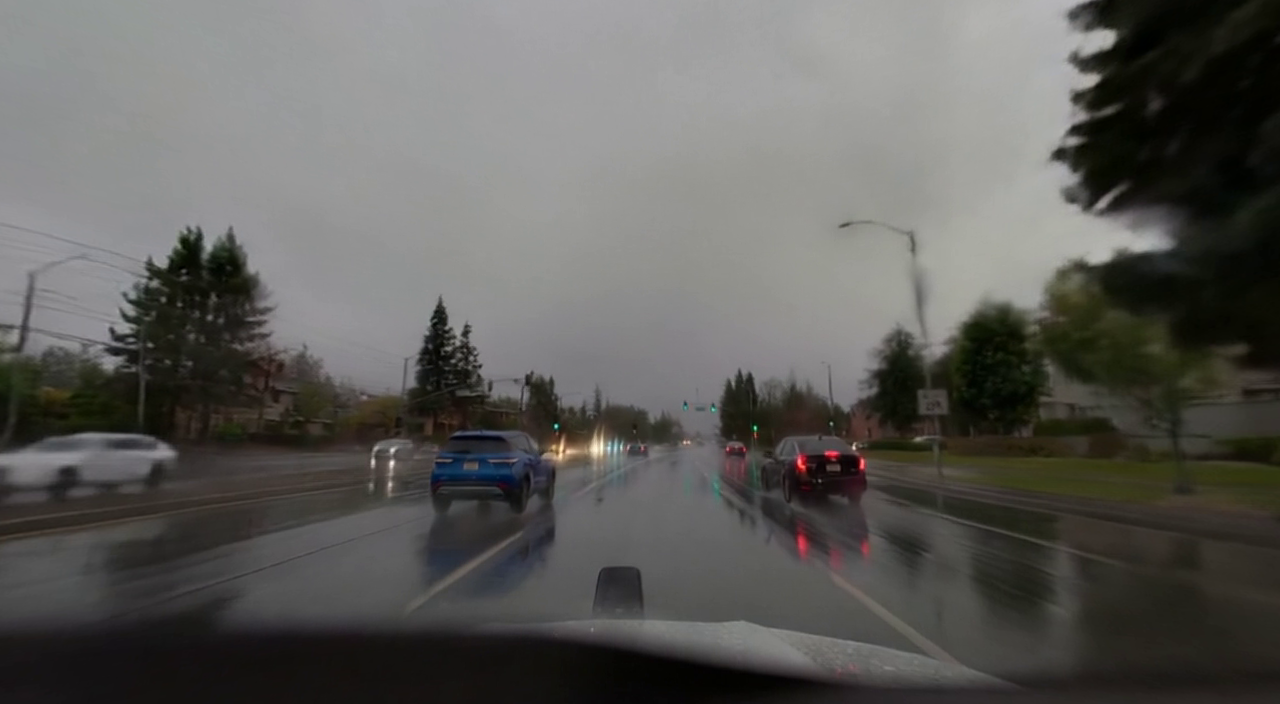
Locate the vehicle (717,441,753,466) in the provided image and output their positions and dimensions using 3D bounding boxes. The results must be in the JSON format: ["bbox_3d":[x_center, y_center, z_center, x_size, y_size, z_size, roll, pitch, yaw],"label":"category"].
[{"bbox_3d":[6.690,7.165,44.827,2.169,1.669,4.037,0,-9,4],"label":"vehicle"}]

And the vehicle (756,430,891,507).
[{"bbox_3d":[4.389,2.867,15.953,2.132,1.659,4.387,0,-9,0],"label":"vehicle"}]

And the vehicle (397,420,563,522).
[{"bbox_3d":[-2.994,2.358,13.026,2.045,1.688,4.632,0,-9,2],"label":"vehicle"}]

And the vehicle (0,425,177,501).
[{"bbox_3d":[-15.182,2.898,16.842,1.980,1.728,4.653,0,-9,2],"label":"vehicle"}]

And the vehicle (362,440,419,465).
[{"bbox_3d":[-17.493,7.052,44.566,1.914,1.669,4.429,-1,-9,5],"label":"vehicle"}]
